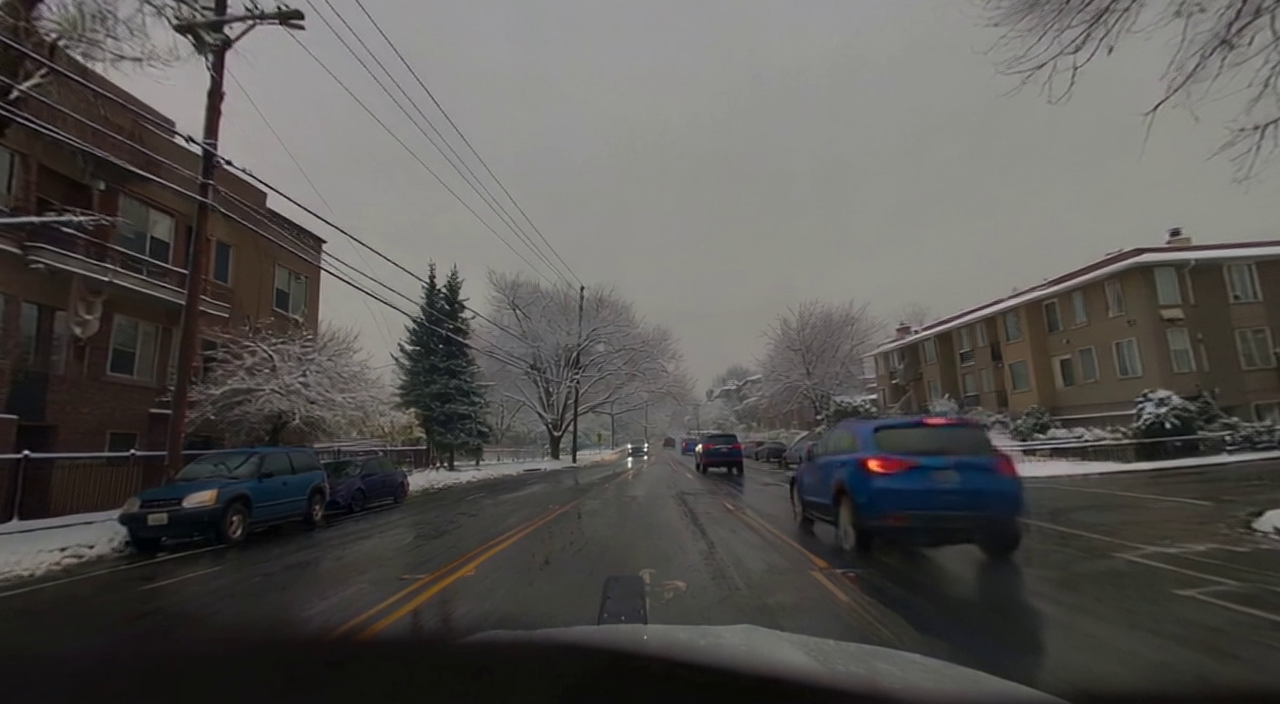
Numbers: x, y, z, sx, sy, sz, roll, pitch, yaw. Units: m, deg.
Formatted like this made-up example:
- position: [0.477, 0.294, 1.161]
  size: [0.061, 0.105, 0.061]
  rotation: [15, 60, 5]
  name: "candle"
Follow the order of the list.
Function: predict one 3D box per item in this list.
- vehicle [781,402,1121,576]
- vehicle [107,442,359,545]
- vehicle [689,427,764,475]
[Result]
- position: [3.658, 1.724, 8.750]
  size: [2.306, 1.719, 4.805]
  rotation: [0, -8, 1]
  name: "vehicle"
- position: [-8.431, 2.916, 13.767]
  size: [2.381, 1.825, 4.652]
  rotation: [0, -8, 0]
  name: "vehicle"
- position: [3.583, 4.245, 27.139]
  size: [2.368, 1.840, 4.896]
  rotation: [0, -8, -2]
  name: "vehicle"
